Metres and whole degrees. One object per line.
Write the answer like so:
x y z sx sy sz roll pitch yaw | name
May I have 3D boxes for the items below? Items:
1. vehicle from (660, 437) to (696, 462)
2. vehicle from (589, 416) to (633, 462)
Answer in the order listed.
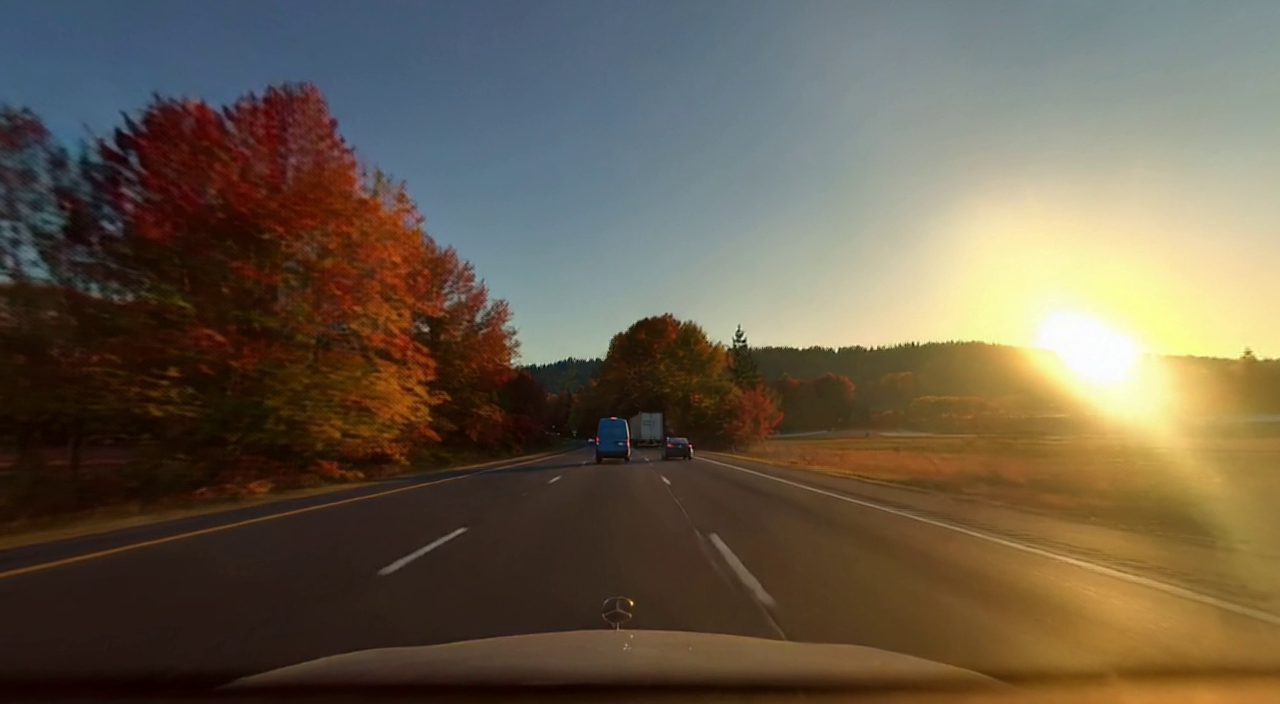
2.439 6.353 41.257 1.962 1.508 4.363 0 -8 -2 | vehicle
-1.689 5.366 38.747 2.389 2.637 5.437 0 -8 0 | vehicle
